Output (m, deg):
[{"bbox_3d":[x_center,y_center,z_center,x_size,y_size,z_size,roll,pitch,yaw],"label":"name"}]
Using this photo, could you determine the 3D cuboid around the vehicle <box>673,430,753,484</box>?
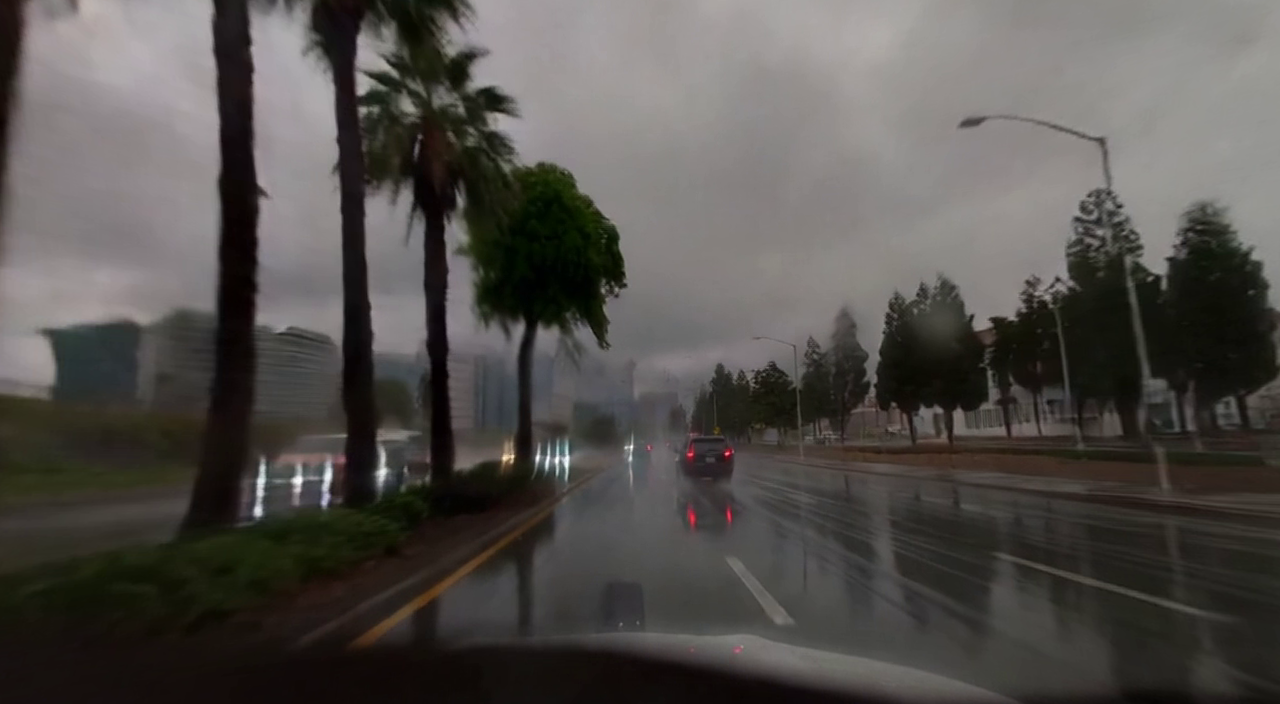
[{"bbox_3d":[2.890,4.390,26.568,2.559,2.017,5.562,0,-9,-1],"label":"vehicle"}]

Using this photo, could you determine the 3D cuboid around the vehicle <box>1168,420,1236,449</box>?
[{"bbox_3d":[35.150,5.233,39.659,2.287,1.669,4.382,-6,-10,31],"label":"vehicle"}]
